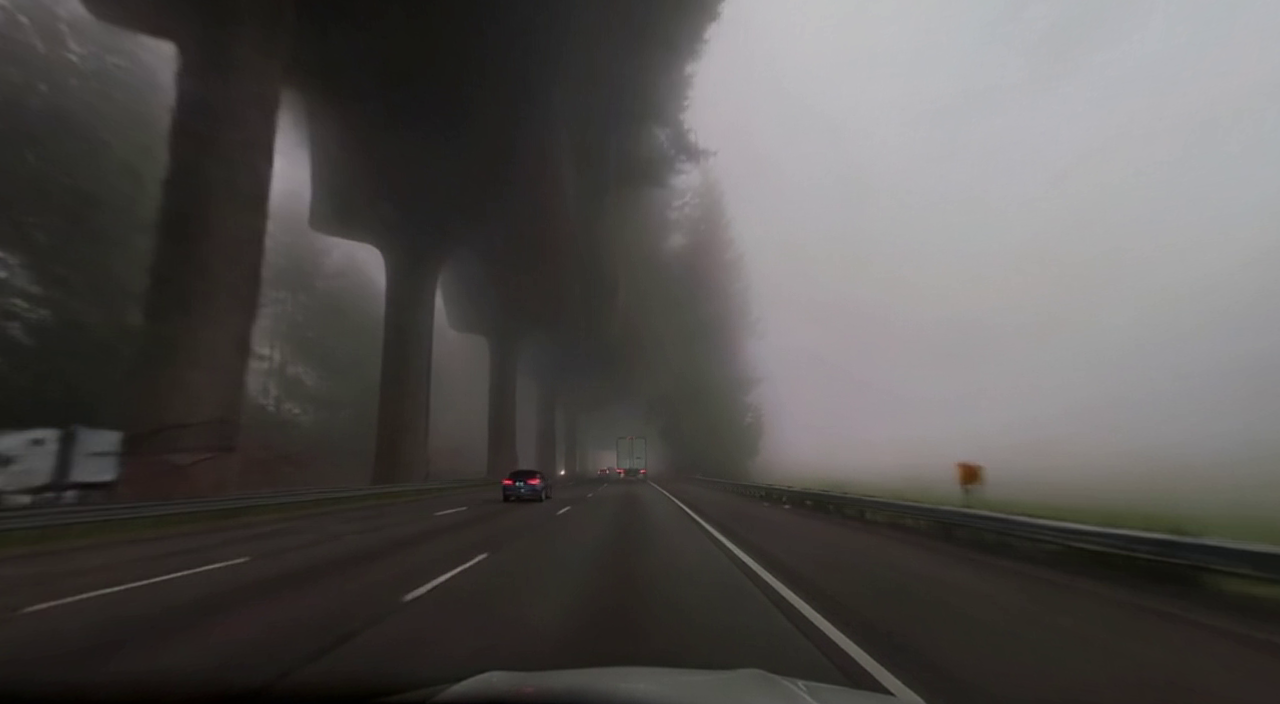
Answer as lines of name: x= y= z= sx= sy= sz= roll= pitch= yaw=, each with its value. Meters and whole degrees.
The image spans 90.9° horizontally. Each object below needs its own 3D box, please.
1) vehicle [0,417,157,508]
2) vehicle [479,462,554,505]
vehicle: x=-25.502 y=4.808 z=27.446 sx=2.646 sy=3.392 sz=7.729 roll=1 pitch=-10 yaw=0
vehicle: x=-4.662 y=5.066 z=24.545 sx=1.950 sy=1.460 sz=4.812 roll=1 pitch=-10 yaw=0
